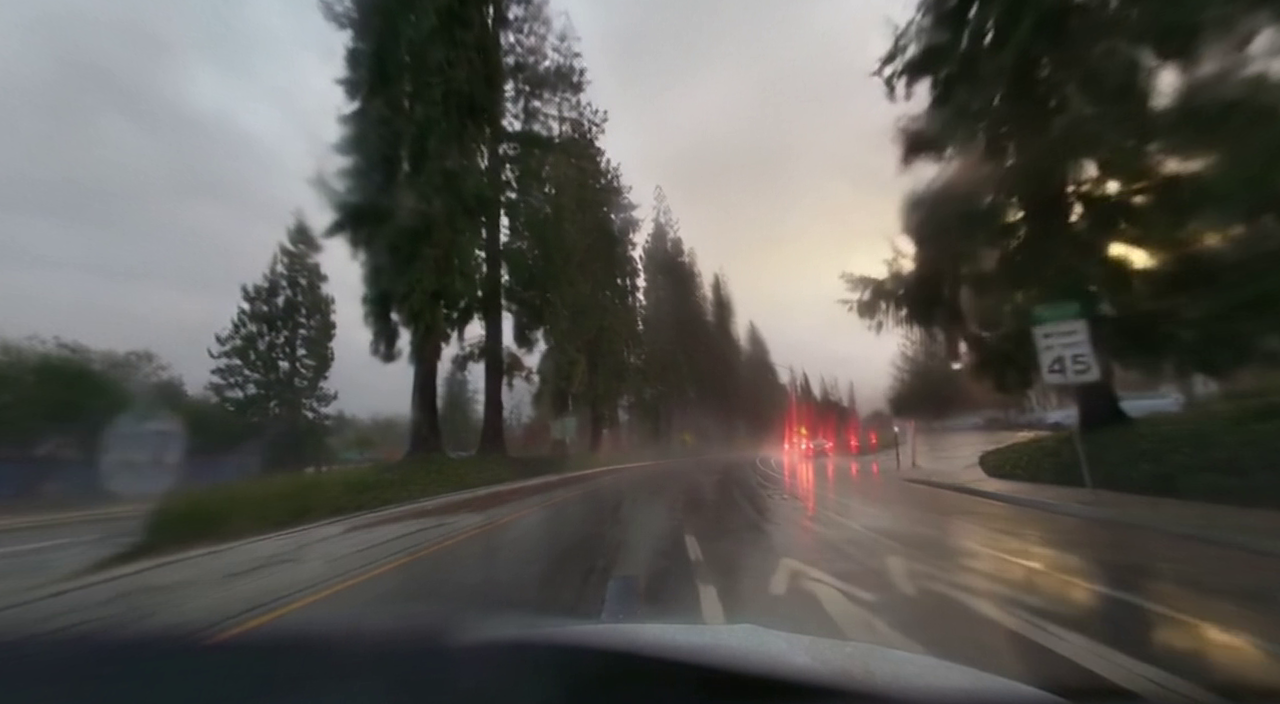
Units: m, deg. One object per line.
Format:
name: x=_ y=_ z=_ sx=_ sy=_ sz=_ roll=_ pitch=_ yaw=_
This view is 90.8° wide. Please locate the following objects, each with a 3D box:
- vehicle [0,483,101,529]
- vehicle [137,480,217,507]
vehicle: x=-26.168 y=6.667 z=27.160 sx=1.911 sy=1.583 sz=4.279 roll=-8 pitch=-10 yaw=9
vehicle: x=-32.504 y=9.938 z=44.553 sx=1.842 sy=1.584 sz=4.567 roll=-6 pitch=-11 yaw=7
